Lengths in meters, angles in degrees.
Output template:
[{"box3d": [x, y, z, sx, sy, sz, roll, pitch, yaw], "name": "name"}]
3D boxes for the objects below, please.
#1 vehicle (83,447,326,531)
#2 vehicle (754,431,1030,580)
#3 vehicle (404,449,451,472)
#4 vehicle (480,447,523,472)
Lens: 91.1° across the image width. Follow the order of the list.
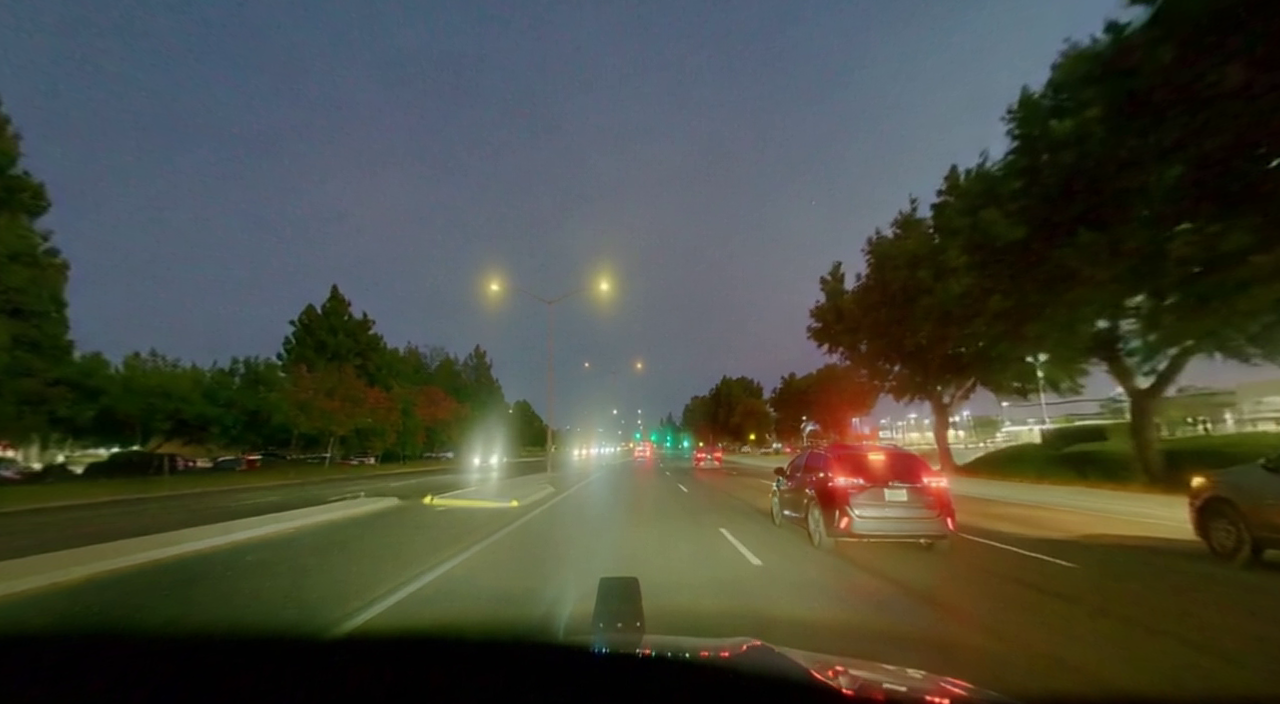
[{"box3d": [-8.882, 2.776, 13.434, 1.919, 1.474, 4.444, 0, -9, 1], "name": "vehicle"}, {"box3d": [2.974, 1.897, 8.655, 1.935, 1.501, 4.384, 0, -8, -1], "name": "vehicle"}, {"box3d": [-15.770, 8.058, 46.807, 1.951, 1.628, 4.325, 0, -9, 1], "name": "vehicle"}, {"box3d": [-8.862, 6.908, 40.432, 1.853, 1.504, 3.791, 0, -9, 1], "name": "vehicle"}]
